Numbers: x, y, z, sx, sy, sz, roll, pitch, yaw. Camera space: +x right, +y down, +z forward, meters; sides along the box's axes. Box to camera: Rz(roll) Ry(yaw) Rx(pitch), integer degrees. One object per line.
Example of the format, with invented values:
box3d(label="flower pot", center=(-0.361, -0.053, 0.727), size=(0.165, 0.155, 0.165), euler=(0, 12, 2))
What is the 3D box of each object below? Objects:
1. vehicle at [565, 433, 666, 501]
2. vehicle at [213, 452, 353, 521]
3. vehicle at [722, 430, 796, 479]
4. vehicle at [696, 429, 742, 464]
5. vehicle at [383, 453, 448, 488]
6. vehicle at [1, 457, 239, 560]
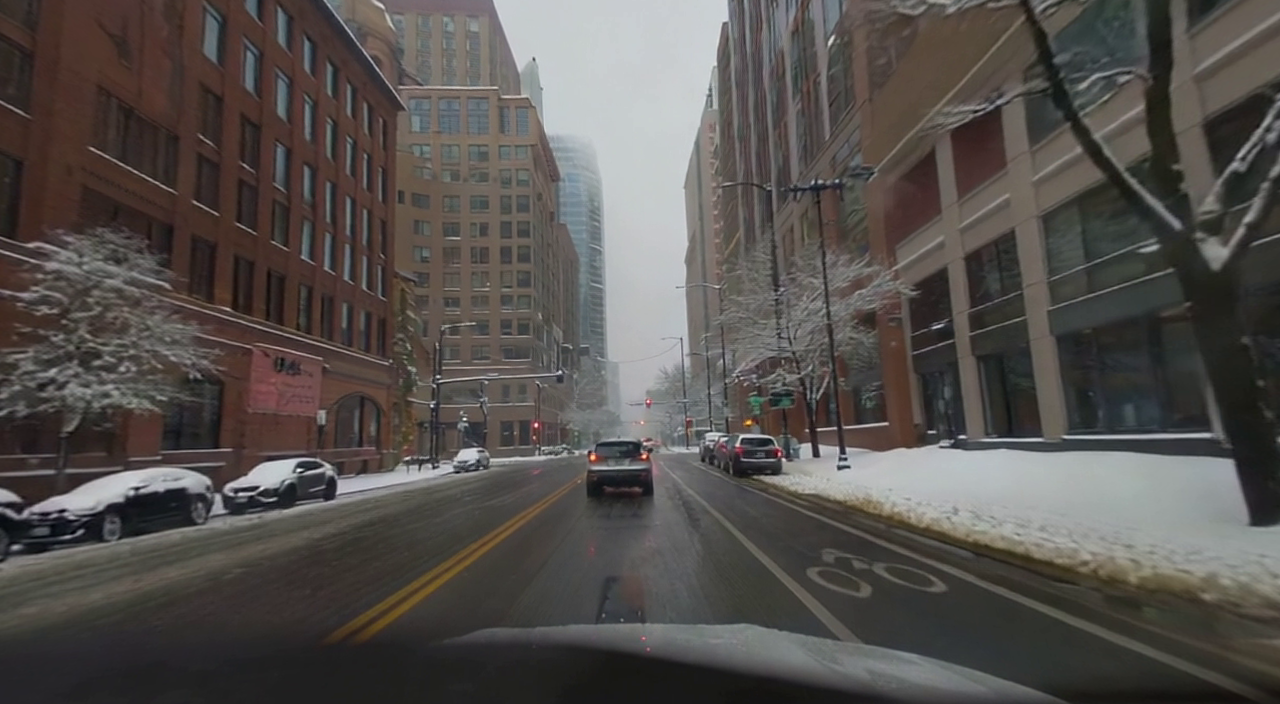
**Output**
box3d(label="vehicle", center=(-0.583, 2.883, 16.271), size=(2.269, 1.479, 3.980), euler=(-1, -8, -1))
box3d(label="vehicle", center=(-11.904, 4.455, 21.520), size=(2.090, 1.784, 4.832), euler=(-5, -8, -2))
box3d(label="vehicle", center=(4.508, 3.957, 24.653), size=(1.924, 1.645, 4.528), euler=(-2, -8, 0))
box3d(label="vehicle", center=(4.585, 5.581, 37.427), size=(1.972, 1.822, 4.889), euler=(-4, -8, -1))
box3d(label="vehicle", center=(-12.144, 6.398, 34.466), size=(1.968, 1.469, 4.523), euler=(-4, -7, -1))
box3d(label="vehicle", center=(-12.089, 3.571, 15.214), size=(1.945, 1.712, 4.648), euler=(-7, -8, -2))
